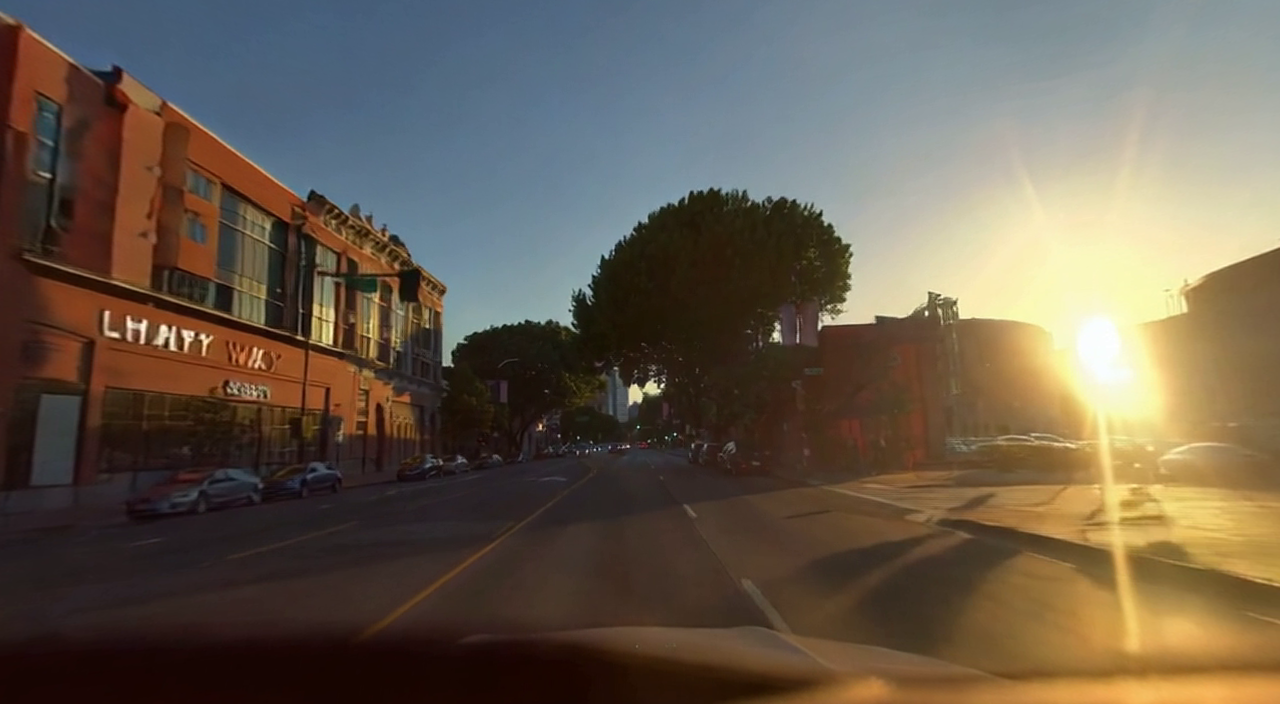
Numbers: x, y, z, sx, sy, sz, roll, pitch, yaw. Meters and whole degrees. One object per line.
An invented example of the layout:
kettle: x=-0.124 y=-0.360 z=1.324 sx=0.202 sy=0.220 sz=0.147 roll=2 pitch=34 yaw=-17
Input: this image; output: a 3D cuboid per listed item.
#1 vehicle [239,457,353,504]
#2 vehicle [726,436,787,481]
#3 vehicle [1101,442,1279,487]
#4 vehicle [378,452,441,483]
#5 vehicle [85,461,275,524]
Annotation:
vehicle: x=-12.462 y=4.655 z=23.247 sx=1.842 sy=1.461 sz=4.371 roll=0 pitch=-9 yaw=-2
vehicle: x=5.538 y=5.132 z=30.636 sx=2.010 sy=1.943 sz=4.319 roll=-2 pitch=-9 yaw=-1
vehicle: x=19.251 y=3.898 z=22.061 sx=4.647 sy=1.476 sz=2.034 roll=0 pitch=-9 yaw=0
vehicle: x=-12.498 y=6.276 z=34.494 sx=1.804 sy=1.533 sz=4.121 roll=0 pitch=-9 yaw=1
vehicle: x=-12.663 y=3.860 z=17.861 sx=1.945 sy=1.451 sz=4.522 roll=0 pitch=-9 yaw=0
